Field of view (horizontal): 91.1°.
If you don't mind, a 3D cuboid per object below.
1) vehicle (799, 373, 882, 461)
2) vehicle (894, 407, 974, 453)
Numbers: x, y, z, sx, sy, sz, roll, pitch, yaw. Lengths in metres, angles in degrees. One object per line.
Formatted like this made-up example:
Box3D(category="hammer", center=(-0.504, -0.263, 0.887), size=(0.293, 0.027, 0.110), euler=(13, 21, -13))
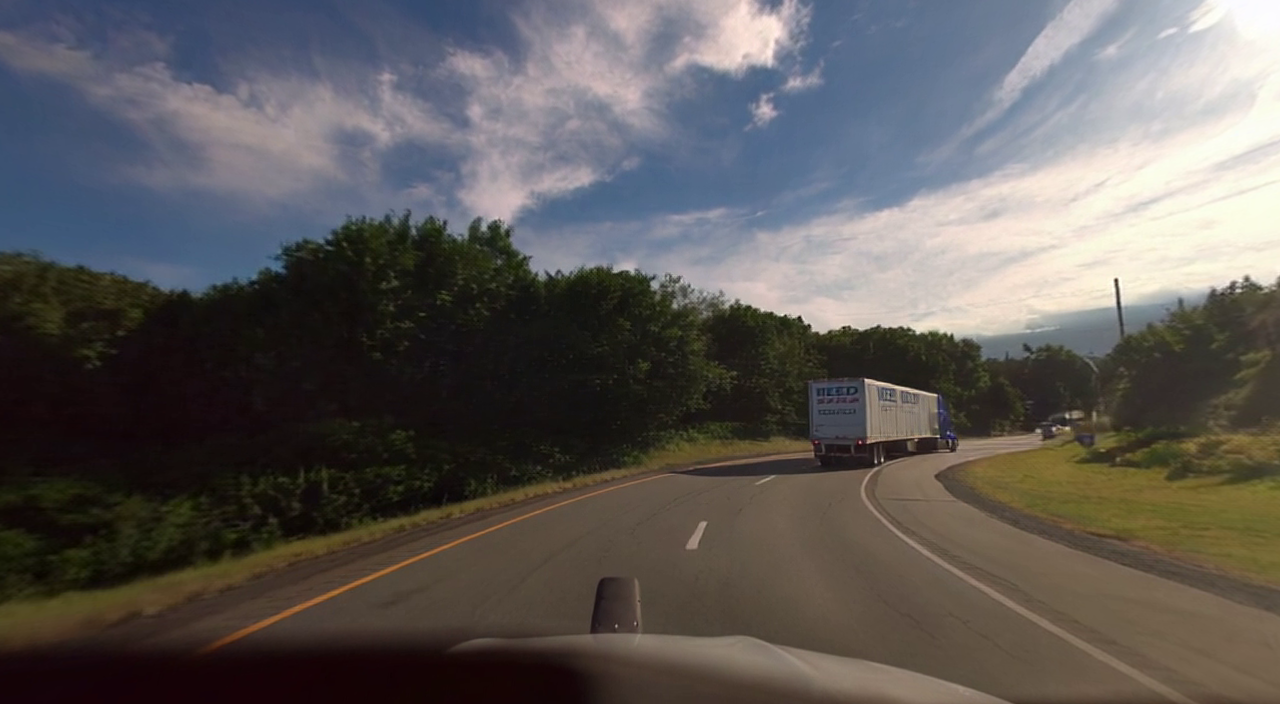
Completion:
Box3D(category="vehicle", center=(9.366, 3.055, 29.211), size=(2.963, 3.771, 3.137), euler=(-4, -9, 29))
Box3D(category="vehicle", center=(18.082, 4.805, 38.470), size=(6.650, 2.524, 2.120), euler=(8, -11, -44))
